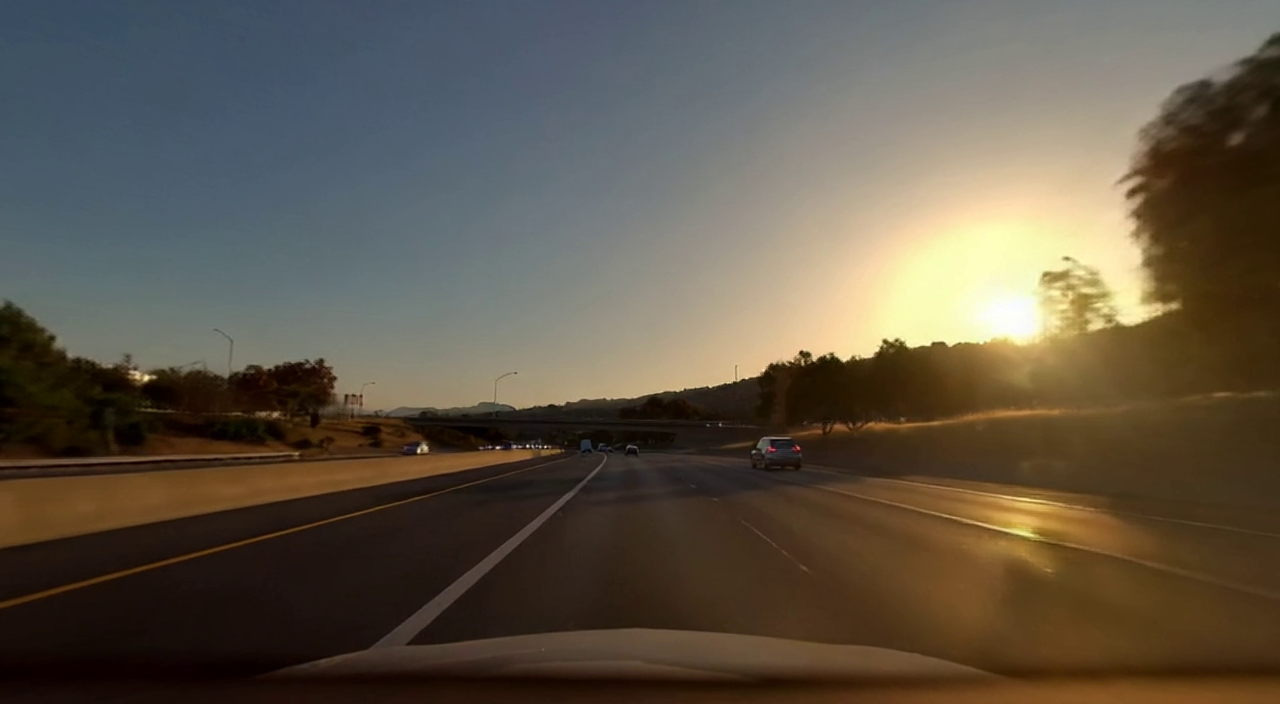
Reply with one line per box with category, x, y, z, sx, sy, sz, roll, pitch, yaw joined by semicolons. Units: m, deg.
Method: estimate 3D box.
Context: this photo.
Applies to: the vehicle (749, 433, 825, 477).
vehicle;6.300;4.483;27.694;2.104;1.723;4.538;0;-8;-2
